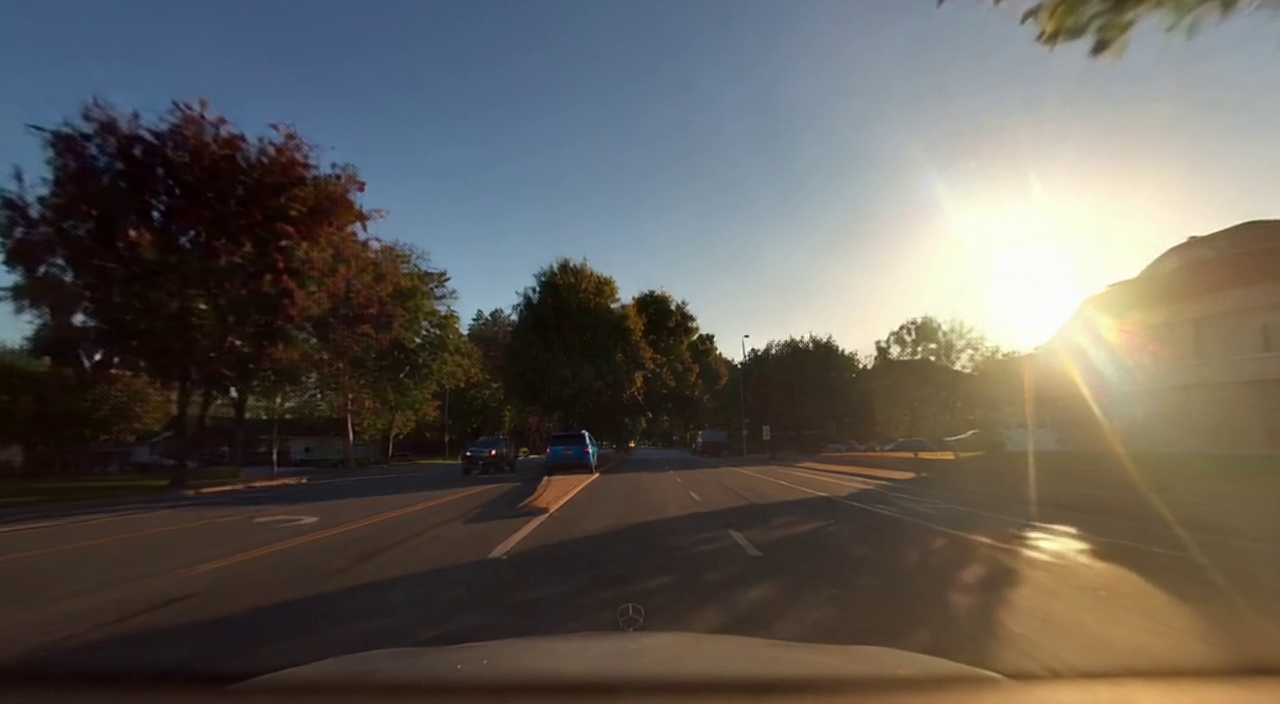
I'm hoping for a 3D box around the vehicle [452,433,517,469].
[{"bbox_3d":[-9.094,5.843,37.426,2.302,1.969,5.769,0,-8,1],"label":"vehicle"}]

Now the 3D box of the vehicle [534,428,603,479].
[{"bbox_3d":[-2.791,4.107,25.756,2.179,1.851,4.756,0,-8,1],"label":"vehicle"}]
